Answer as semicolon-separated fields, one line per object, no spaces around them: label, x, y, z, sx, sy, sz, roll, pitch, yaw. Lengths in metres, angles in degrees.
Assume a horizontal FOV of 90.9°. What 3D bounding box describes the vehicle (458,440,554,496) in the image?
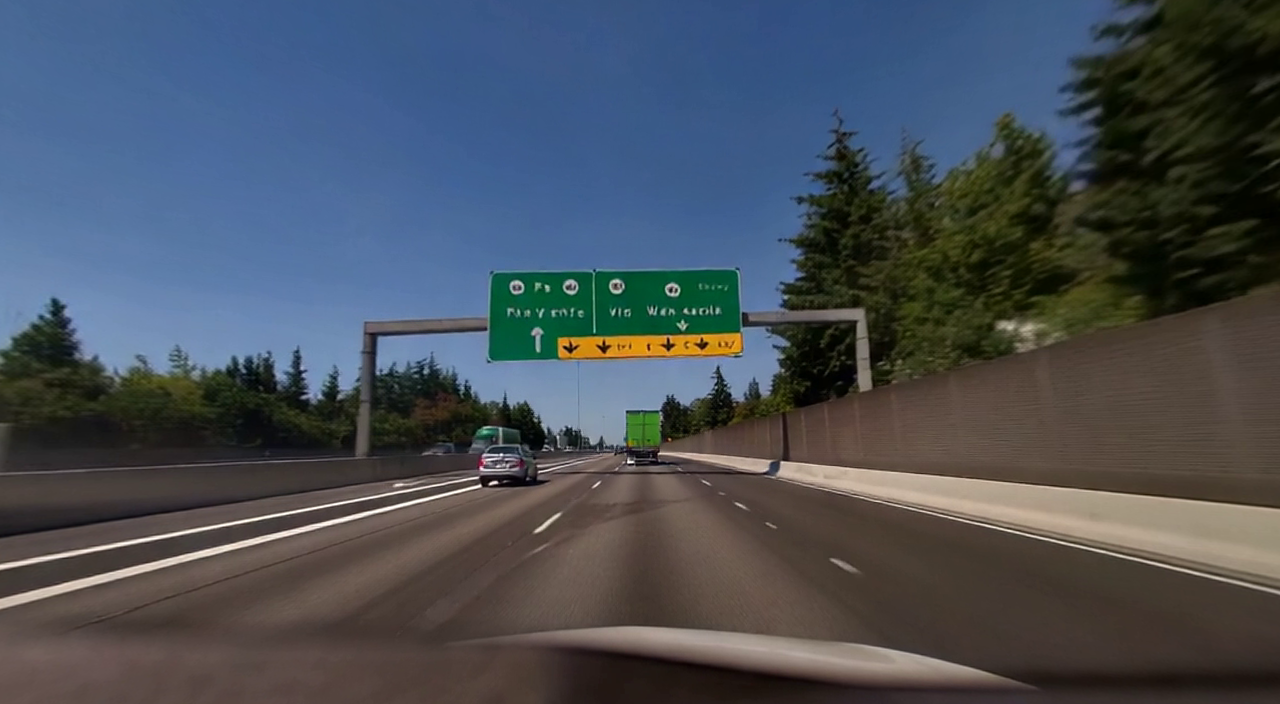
vehicle;-4.033;3.571;19.790;1.974;1.531;4.429;0;-9;1

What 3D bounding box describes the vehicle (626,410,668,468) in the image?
vehicle;0.571;6.895;49.613;2.980;4.051;10.359;0;-9;1
